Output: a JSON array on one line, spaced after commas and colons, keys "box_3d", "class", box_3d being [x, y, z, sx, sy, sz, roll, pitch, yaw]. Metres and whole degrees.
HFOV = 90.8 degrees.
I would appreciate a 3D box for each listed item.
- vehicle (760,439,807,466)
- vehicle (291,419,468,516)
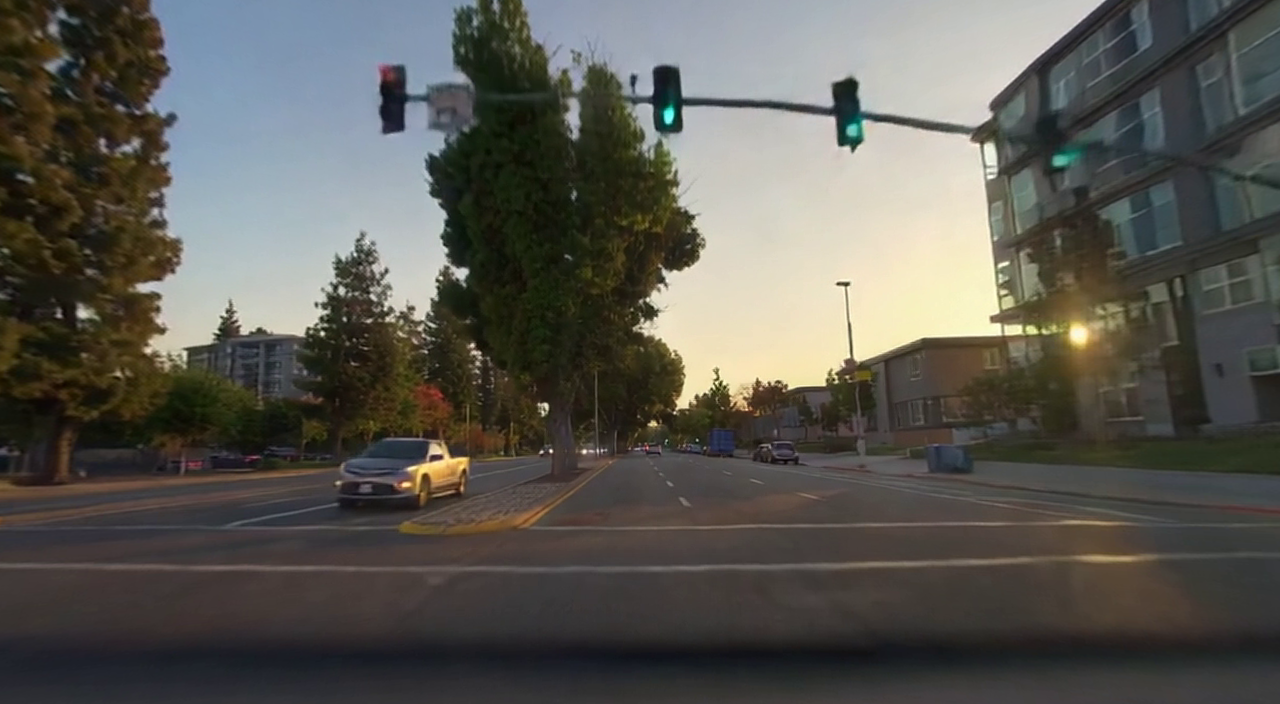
[{"box_3d": [10.069, 7.106, 44.837, 2.043, 1.761, 5.022, 0, -8, -1], "class": "vehicle"}, {"box_3d": [-5.467, 2.491, 14.038, 2.098, 1.789, 4.338, 0, -9, -1], "class": "vehicle"}]
